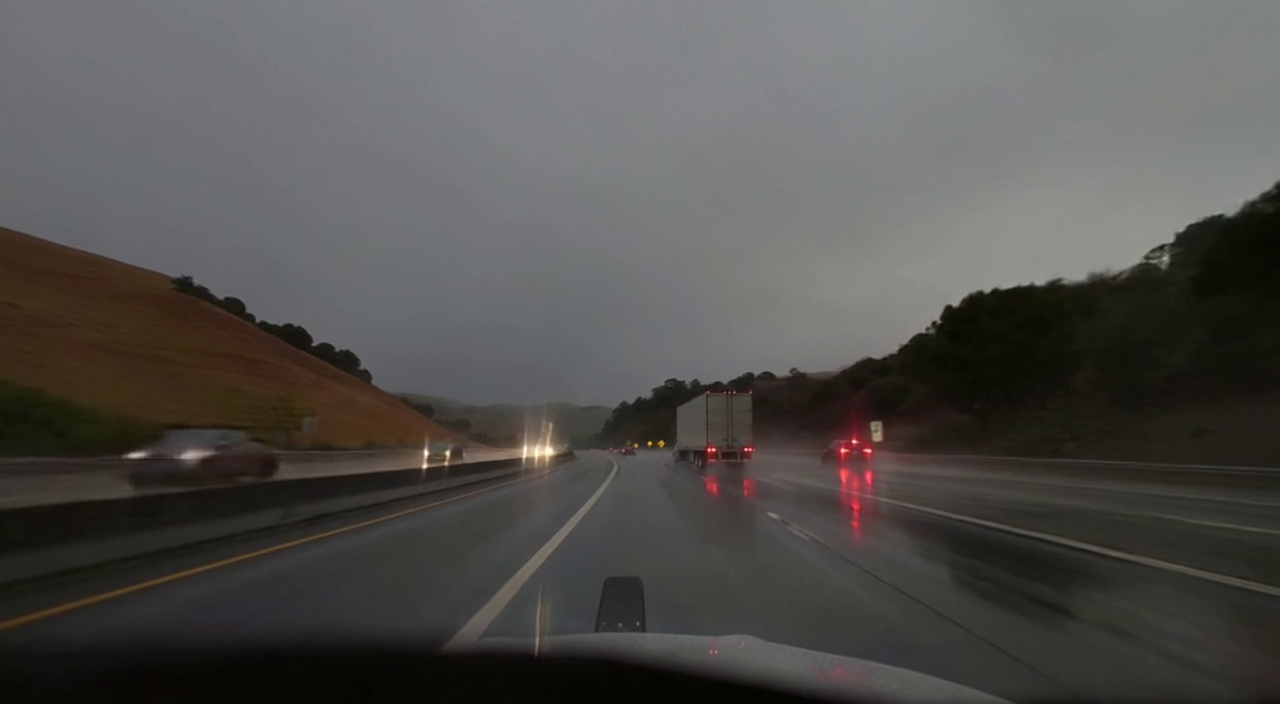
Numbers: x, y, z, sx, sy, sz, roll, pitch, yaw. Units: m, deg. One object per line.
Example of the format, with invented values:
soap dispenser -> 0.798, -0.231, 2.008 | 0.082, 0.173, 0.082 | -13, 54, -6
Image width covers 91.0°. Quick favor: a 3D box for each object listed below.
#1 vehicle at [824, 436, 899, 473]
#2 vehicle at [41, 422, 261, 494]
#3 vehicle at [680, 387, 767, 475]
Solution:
vehicle -> 11.371, 5.295, 32.713 | 2.046, 1.741, 4.769 | 1, -9, -1
vehicle -> -16.225, 3.569, 21.628 | 2.465, 2.075, 6.336 | 0, -9, 0
vehicle -> 4.118, 4.378, 33.912 | 3.049, 3.968, 10.706 | 0, -9, -1
